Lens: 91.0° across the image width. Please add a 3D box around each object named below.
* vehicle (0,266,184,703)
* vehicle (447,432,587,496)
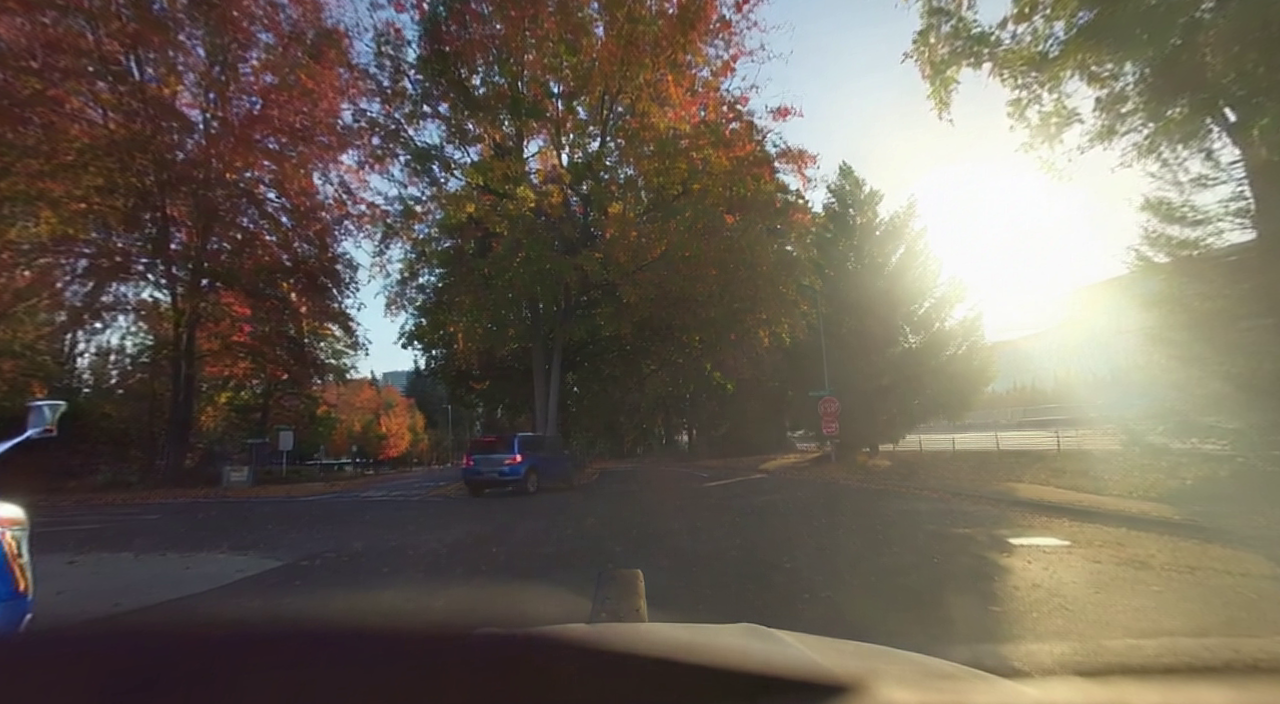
[{"bbox_3d":[-3.520,0.478,0.978,2.145,2.038,4.656,0,-9,-1],"label":"vehicle"},{"bbox_3d":[-4.272,4.044,23.180,2.284,2.012,5.607,-4,-9,23],"label":"vehicle"}]
